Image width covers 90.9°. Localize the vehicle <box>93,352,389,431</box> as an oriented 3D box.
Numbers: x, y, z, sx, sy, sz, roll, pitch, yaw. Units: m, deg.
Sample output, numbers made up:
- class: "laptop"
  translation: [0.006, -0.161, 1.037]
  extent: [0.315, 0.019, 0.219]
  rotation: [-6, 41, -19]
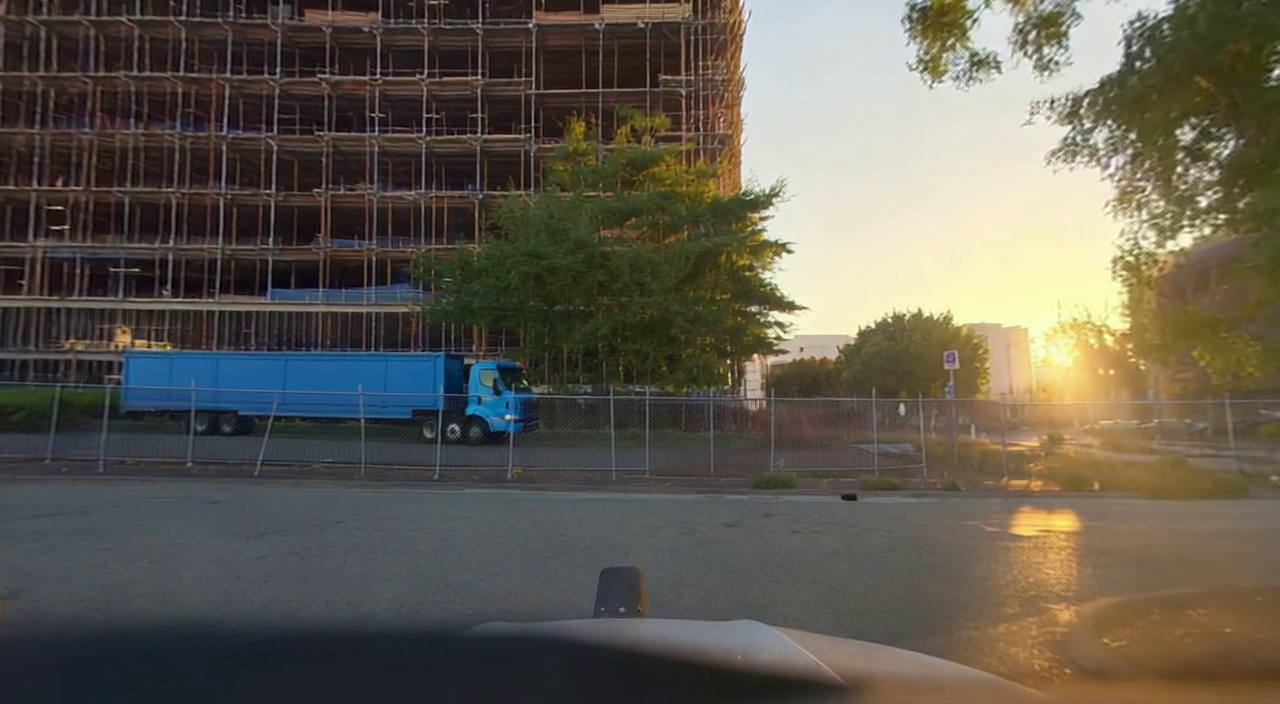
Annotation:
- class: "vehicle"
  translation: [-22.385, 2.483, 36.620]
  extent: [14.067, 4.099, 2.832]
  rotation: [2, -8, -15]
